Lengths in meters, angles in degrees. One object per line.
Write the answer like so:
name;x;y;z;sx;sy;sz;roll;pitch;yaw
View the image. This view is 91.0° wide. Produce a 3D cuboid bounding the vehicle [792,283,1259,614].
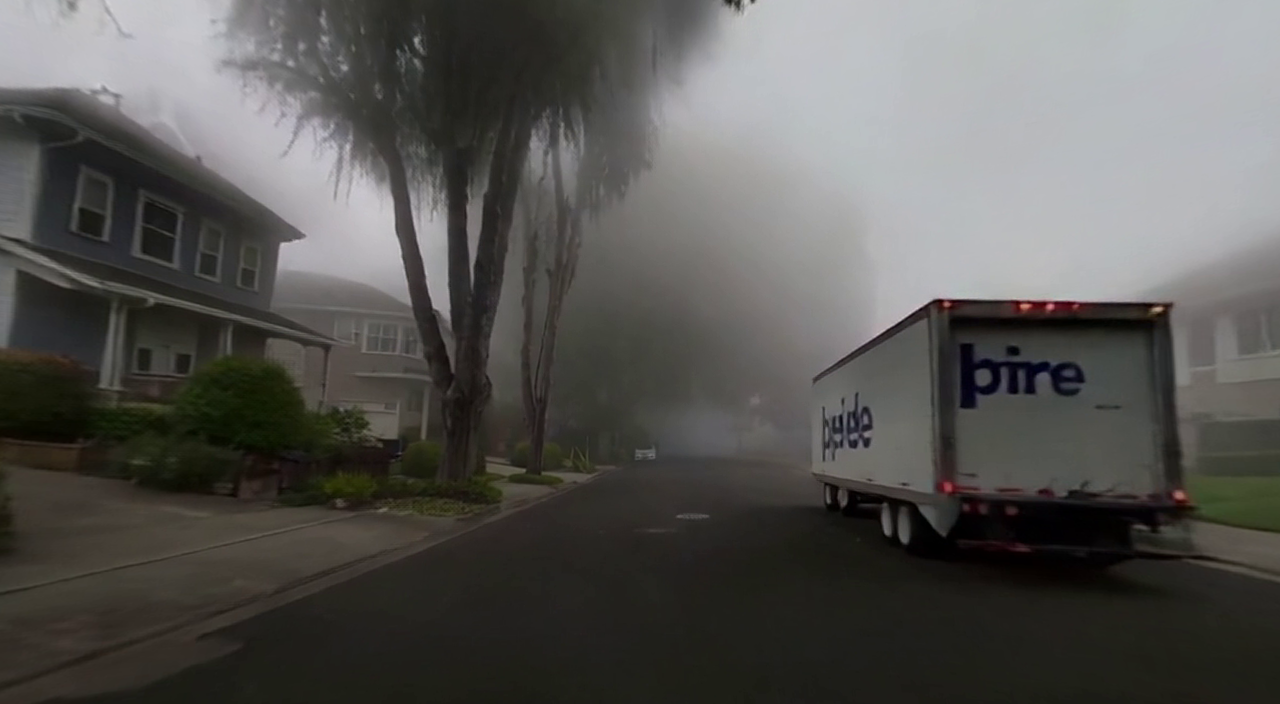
vehicle;4.400;1.414;9.672;2.924;3.018;7.600;-1;-9;6
